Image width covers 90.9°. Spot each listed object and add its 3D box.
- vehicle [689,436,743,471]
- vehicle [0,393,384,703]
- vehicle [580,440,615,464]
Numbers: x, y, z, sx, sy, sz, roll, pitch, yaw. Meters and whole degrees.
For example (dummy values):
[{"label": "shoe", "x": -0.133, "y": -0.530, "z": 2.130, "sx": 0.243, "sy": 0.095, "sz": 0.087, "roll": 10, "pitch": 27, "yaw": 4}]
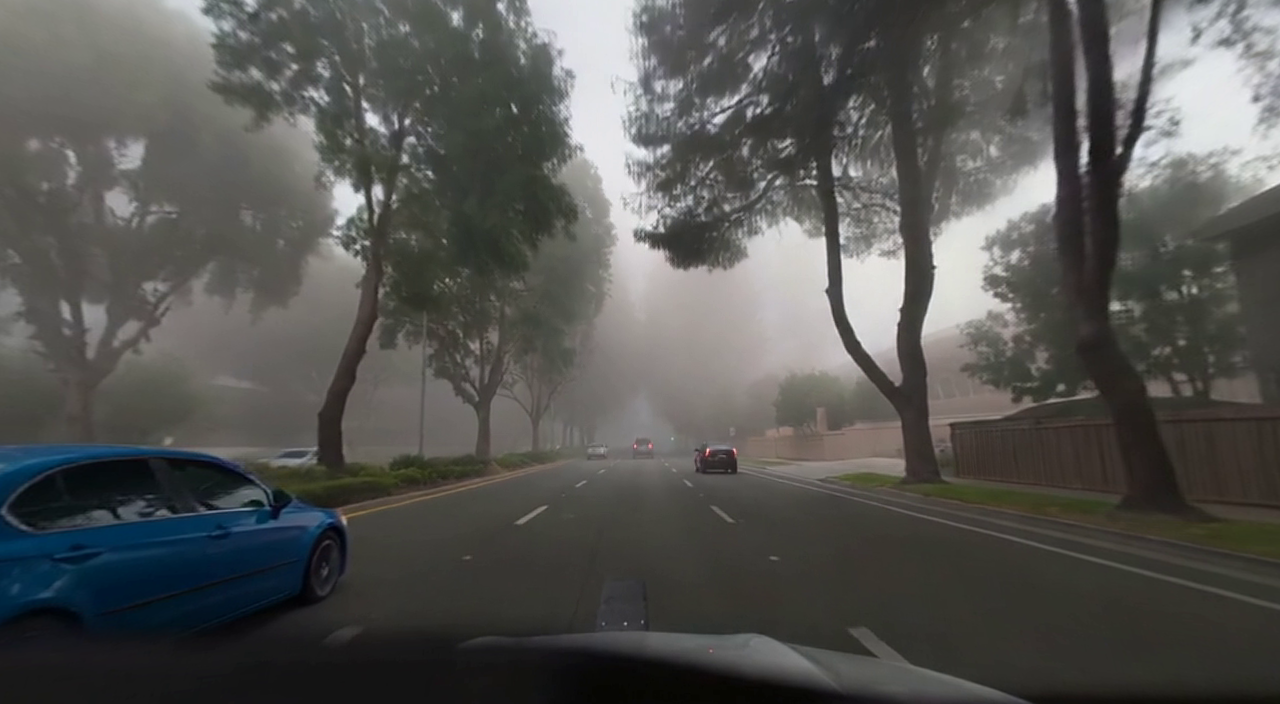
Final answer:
[{"label": "vehicle", "x": 3.854, "y": 5.232, "z": 32.705, "sx": 2.182, "sy": 1.688, "sz": 4.187, "roll": 0, "pitch": -8, "yaw": -1}, {"label": "vehicle", "x": -3.569, "y": 1.074, "z": 3.518, "sx": 2.091, "sy": 1.503, "sz": 4.989, "roll": 0, "pitch": -8, "yaw": 1}, {"label": "vehicle", "x": -2.847, "y": 6.767, "z": 42.753, "sx": 1.940, "sy": 1.473, "sz": 4.133, "roll": 0, "pitch": -8, "yaw": 2}]
